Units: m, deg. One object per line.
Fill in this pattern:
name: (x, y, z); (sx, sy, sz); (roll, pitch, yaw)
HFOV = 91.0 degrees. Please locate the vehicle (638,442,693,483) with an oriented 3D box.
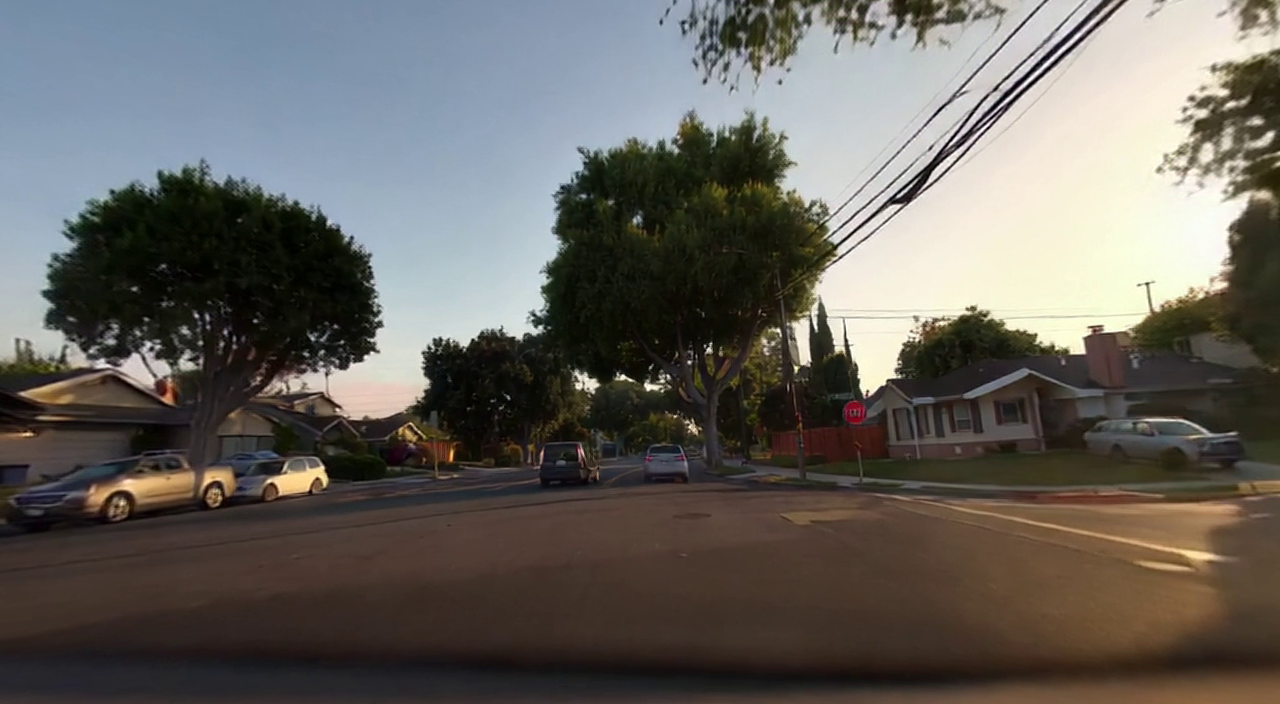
vehicle: (1.077, 4.265, 24.660); (1.955, 1.459, 4.383); (-1, -8, 5)

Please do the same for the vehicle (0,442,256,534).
vehicle: (-13.685, 3.625, 17.436); (2.191, 1.980, 5.888); (-4, -10, 3)

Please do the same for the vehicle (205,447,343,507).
vehicle: (-13.175, 4.514, 23.087); (2.076, 1.864, 4.730); (-3, -10, 2)

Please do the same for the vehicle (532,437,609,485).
vehicle: (-2.574, 4.200, 24.624); (2.178, 1.695, 4.339); (-1, -8, 5)
